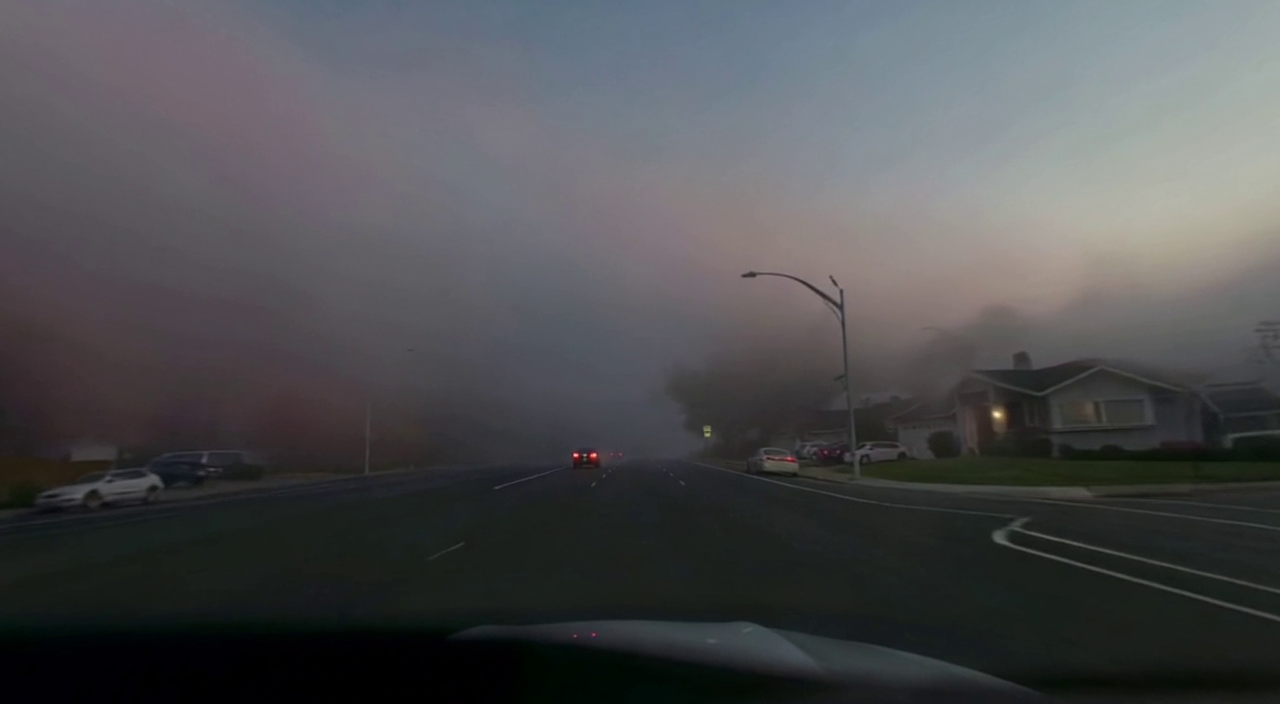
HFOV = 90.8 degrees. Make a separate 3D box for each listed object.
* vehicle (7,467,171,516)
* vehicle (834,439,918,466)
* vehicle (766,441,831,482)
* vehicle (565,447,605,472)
[{"bbox_3d":[-21.225,5.362,24.709,2.003,1.555,4.921,-1,-9,0],"label":"vehicle"},{"bbox_3d":[15.514,6.619,41.701,4.748,1.608,1.929,-2,-9,1],"label":"vehicle"},{"bbox_3d":[7.741,5.426,31.287,2.006,1.758,4.311,4,-10,0],"label":"vehicle"},{"bbox_3d":[-3.531,7.031,41.596,2.263,1.548,4.555,0,-8,-1],"label":"vehicle"}]
